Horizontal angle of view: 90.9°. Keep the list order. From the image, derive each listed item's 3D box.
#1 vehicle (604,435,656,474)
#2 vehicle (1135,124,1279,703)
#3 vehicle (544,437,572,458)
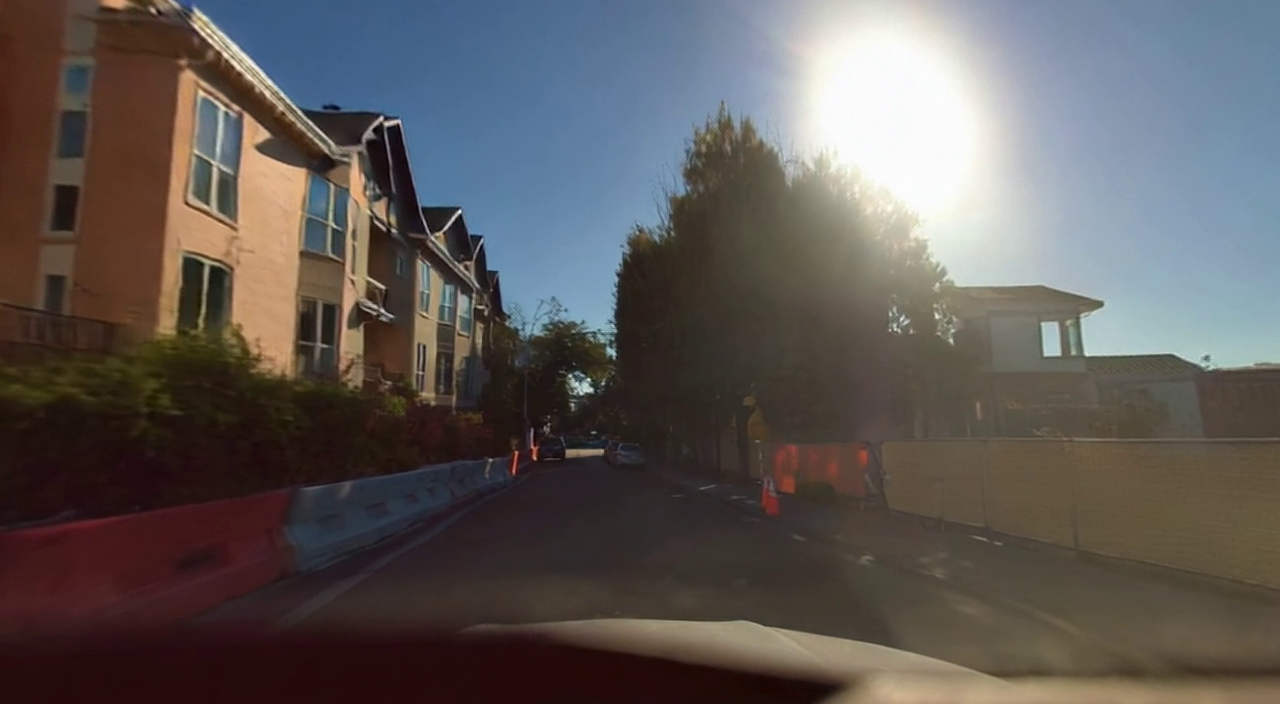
[{"bbox_3d":[-0.592,5.045,31.395,2.066,1.739,4.234,1,-8,-8],"label":"vehicle"},{"bbox_3d":[3.164,0.370,1.320,1.758,2.572,2.706,7,-13,-8],"label":"vehicle"},{"bbox_3d":[-6.197,7.221,47.764,1.834,1.543,3.497,0,-8,-4],"label":"vehicle"}]
